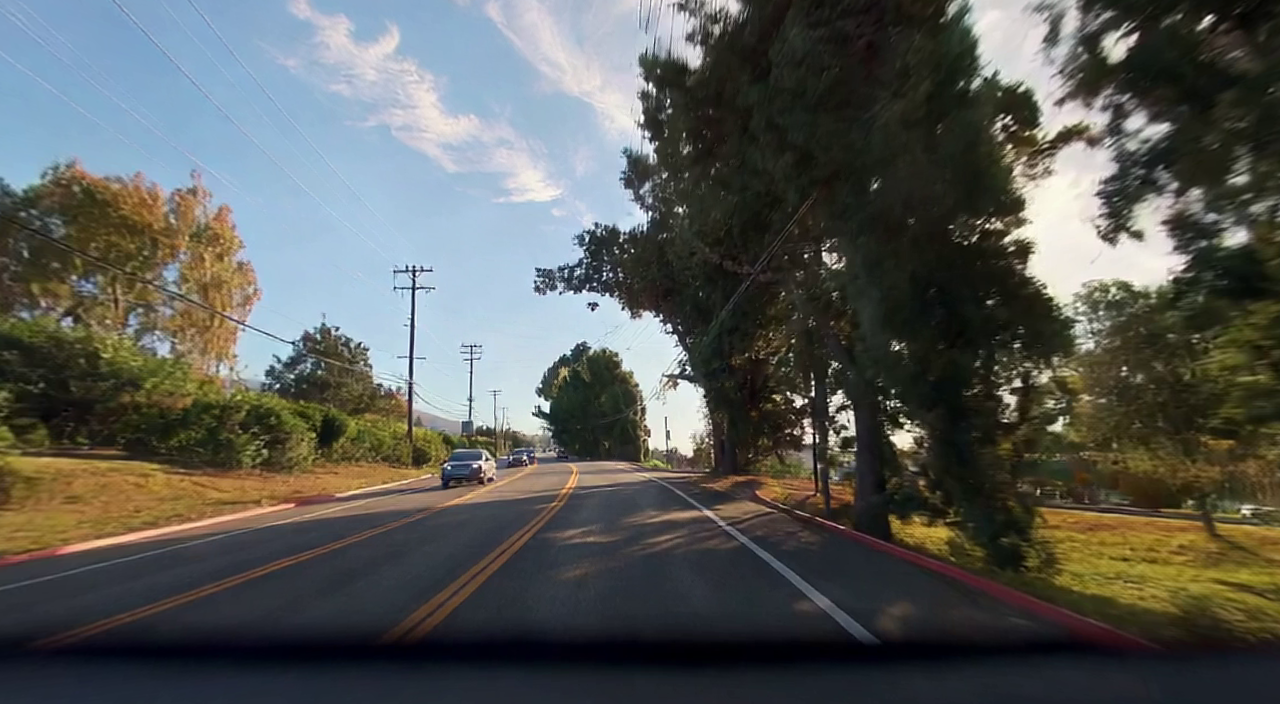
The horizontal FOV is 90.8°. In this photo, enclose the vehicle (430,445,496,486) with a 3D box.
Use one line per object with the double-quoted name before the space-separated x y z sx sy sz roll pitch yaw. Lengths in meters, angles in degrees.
"vehicle" -7.747 4.965 28.095 2.001 1.647 4.514 1 -8 -5
